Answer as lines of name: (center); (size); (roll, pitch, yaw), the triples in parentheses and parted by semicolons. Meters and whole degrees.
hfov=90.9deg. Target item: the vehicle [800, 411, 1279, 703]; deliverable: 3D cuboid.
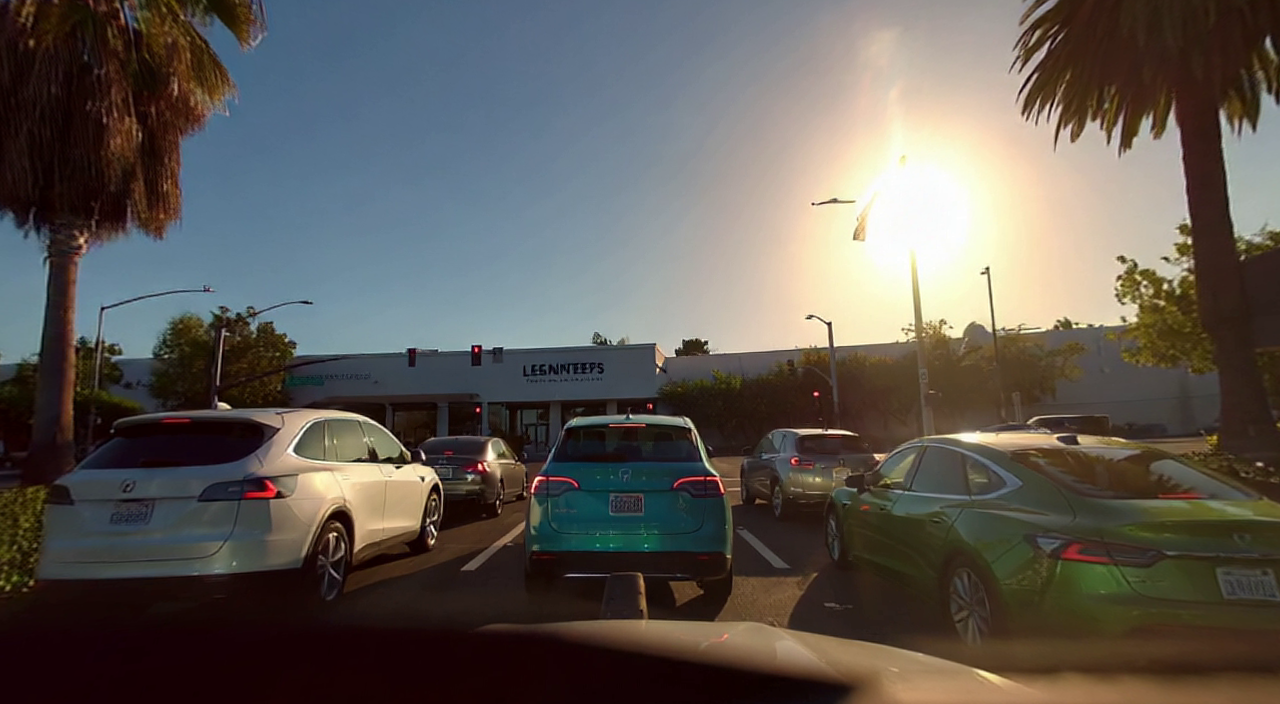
vehicle: (2.968, 1.367, 5.251); (2.017, 1.491, 4.611); (0, -8, -1)

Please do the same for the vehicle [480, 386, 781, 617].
vehicle: (-0.131, 1.456, 7.057); (2.280, 1.747, 4.361); (0, -8, -2)

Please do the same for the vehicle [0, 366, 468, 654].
vehicle: (-3.346, 1.283, 6.123); (2.014, 1.755, 4.360); (0, -8, 1)
